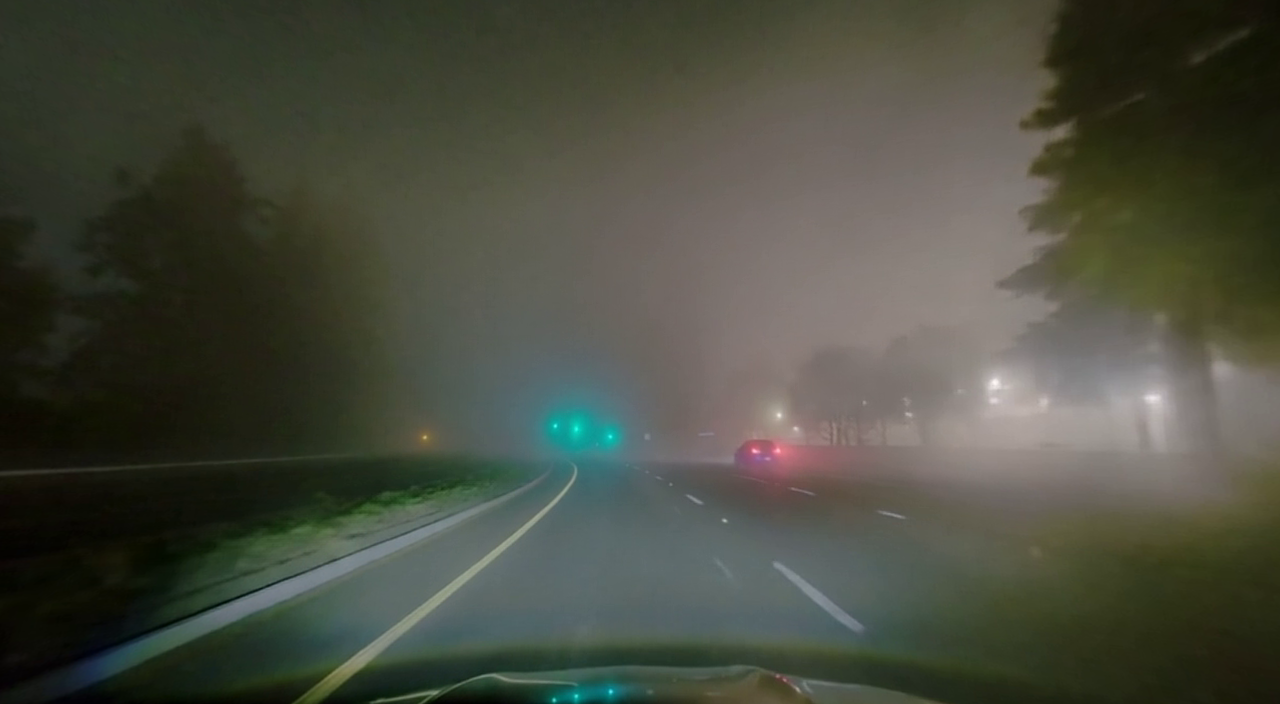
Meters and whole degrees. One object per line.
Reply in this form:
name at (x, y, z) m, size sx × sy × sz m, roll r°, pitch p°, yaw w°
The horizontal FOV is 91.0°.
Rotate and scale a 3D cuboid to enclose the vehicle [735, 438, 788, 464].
vehicle at (7.332, 6.041, 38.420) m, size 1.908 × 1.483 × 4.474 m, roll 1°, pitch -8°, yaw -6°
